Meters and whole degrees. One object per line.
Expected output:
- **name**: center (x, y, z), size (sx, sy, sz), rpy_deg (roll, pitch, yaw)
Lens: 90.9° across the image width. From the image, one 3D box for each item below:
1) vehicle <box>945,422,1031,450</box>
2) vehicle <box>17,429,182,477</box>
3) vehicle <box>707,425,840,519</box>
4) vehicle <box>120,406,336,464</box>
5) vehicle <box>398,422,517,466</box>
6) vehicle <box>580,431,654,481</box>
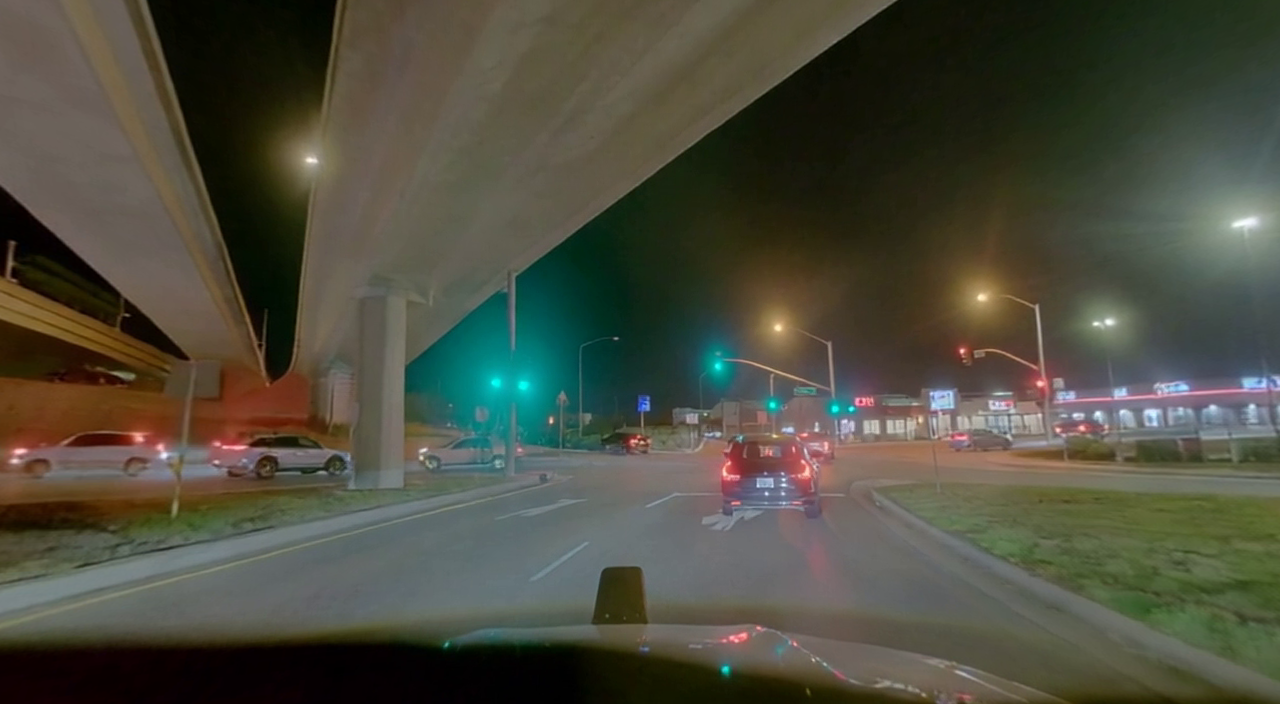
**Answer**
- **vehicle**: center (21.641, 5.246, 39.247), size (4.755, 1.623, 2.290), rpy_deg (4, -9, -26)
- **vehicle**: center (-22.730, 4.270, 26.815), size (4.827, 1.885, 2.008), rpy_deg (4, -9, -25)
- **vehicle**: center (2.574, 2.357, 12.980), size (2.195, 1.571, 4.353), rpy_deg (-1, -8, 8)
- **vehicle**: center (-29.783, 6.240, 47.164), size (3.136, 3.659, 13.988), rpy_deg (-4, -9, 23)
- **vehicle**: center (-8.421, 4.284, 29.306), size (4.761, 1.930, 2.175), rpy_deg (-2, -9, 12)
- **vehicle**: center (-0.662, 3.563, 21.940), size (2.214, 1.519, 4.704), rpy_deg (-1, -8, 2)
